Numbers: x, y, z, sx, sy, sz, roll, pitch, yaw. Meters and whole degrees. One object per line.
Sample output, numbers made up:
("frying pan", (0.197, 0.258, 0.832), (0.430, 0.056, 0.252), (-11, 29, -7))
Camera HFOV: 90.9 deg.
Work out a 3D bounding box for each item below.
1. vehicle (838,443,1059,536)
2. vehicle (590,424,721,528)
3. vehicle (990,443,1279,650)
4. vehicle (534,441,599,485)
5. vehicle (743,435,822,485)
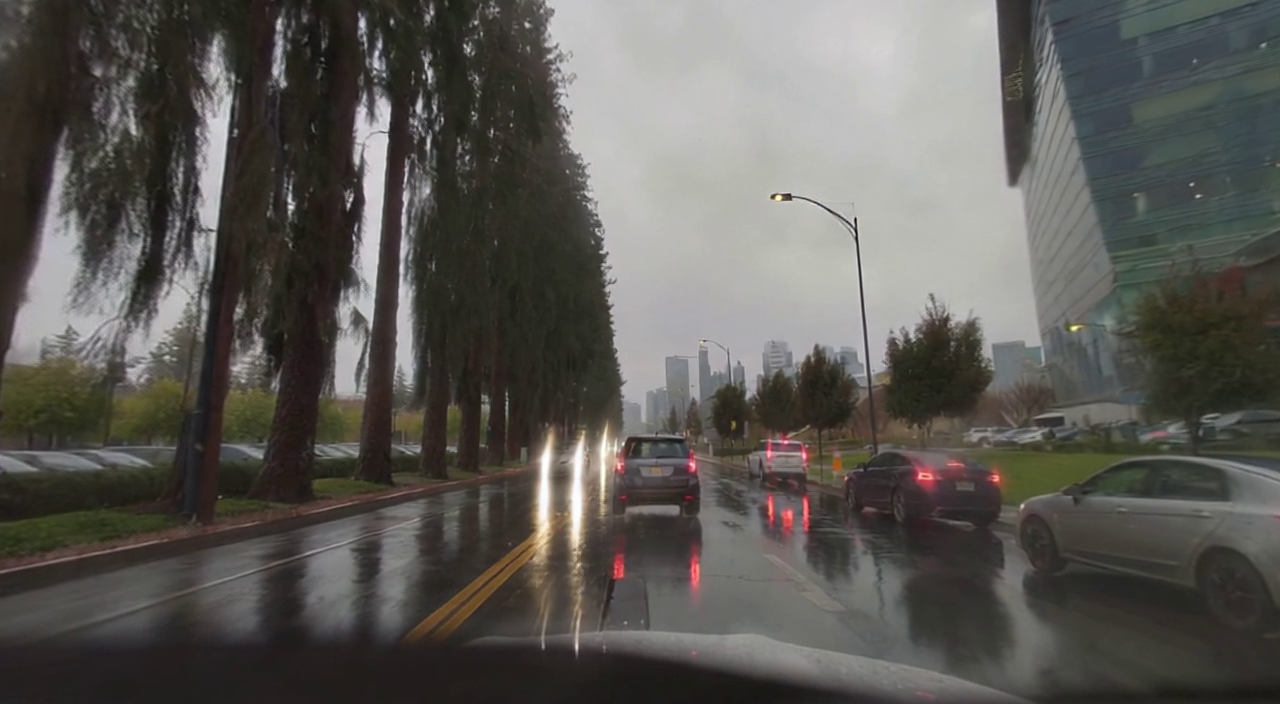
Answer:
("vehicle", (5.673, 2.555, 12.494), (1.852, 1.452, 4.852), (0, -9, -1))
("vehicle", (0.272, 2.300, 12.152), (2.105, 1.653, 3.887), (0, -9, 1))
("vehicle", (5.538, 1.615, 5.946), (1.809, 1.478, 4.623), (0, -9, 0))
("vehicle", (-2.750, 4.267, 24.537), (1.979, 1.534, 4.076), (0, -9, 1))
("vehicle", (5.659, 4.353, 25.722), (2.059, 1.813, 4.637), (0, -9, -1))
